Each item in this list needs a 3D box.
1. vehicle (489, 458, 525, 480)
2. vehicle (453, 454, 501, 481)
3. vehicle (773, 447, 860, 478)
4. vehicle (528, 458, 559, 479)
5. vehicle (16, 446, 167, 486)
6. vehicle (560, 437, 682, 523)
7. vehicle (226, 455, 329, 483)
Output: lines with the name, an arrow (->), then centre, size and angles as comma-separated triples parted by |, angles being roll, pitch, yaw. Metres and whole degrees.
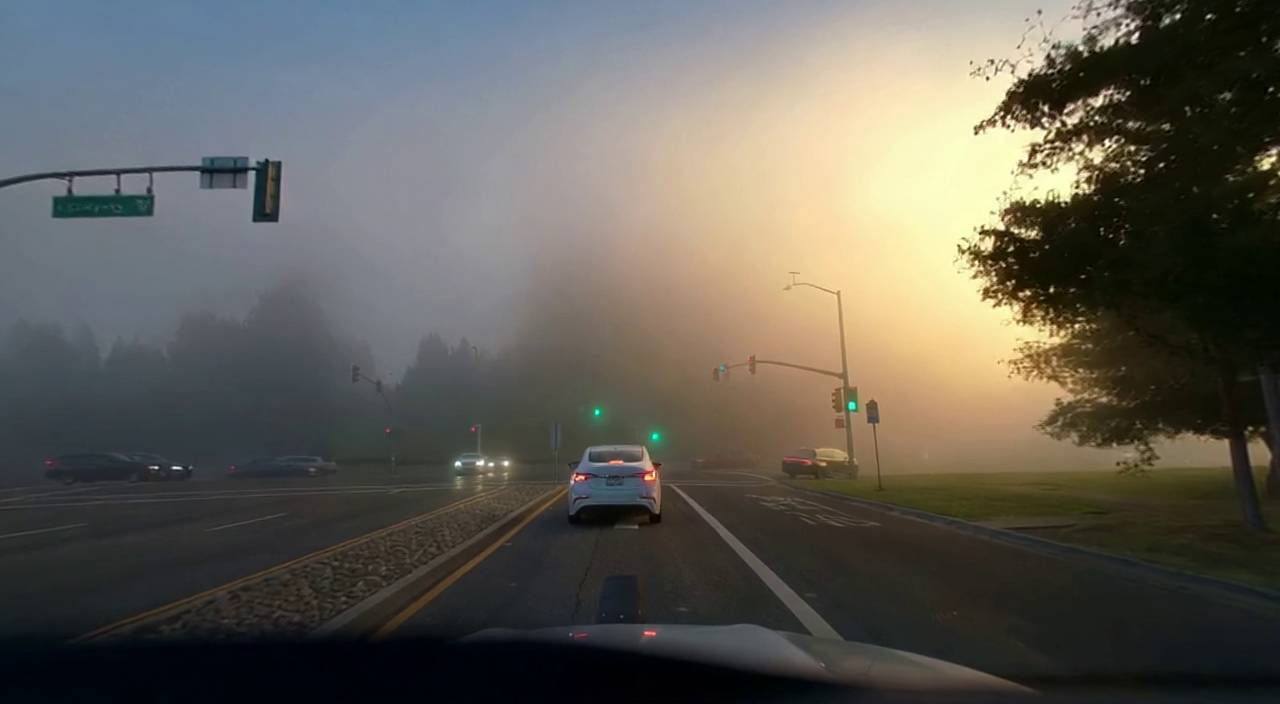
vehicle -> -10.306, 9.103, 49.398 | 2.078, 1.534, 4.646 | 1, -9, -3
vehicle -> -9.498, 6.731, 37.118 | 2.073, 1.459, 4.495 | 1, -9, -6
vehicle -> 9.449, 5.849, 33.693 | 4.601, 1.485, 1.929 | 6, -10, -34
vehicle -> -7.299, 8.819, 48.117 | 2.077, 1.449, 4.838 | 1, -9, -5
vehicle -> -25.690, 5.339, 29.780 | 4.877, 1.754, 1.978 | 2, -9, -13
vehicle -> -0.350, 2.535, 13.115 | 2.112, 1.479, 4.264 | 0, -9, -1
vehicle -> -19.972, 6.471, 35.021 | 4.548, 1.449, 1.802 | 2, -9, -13
